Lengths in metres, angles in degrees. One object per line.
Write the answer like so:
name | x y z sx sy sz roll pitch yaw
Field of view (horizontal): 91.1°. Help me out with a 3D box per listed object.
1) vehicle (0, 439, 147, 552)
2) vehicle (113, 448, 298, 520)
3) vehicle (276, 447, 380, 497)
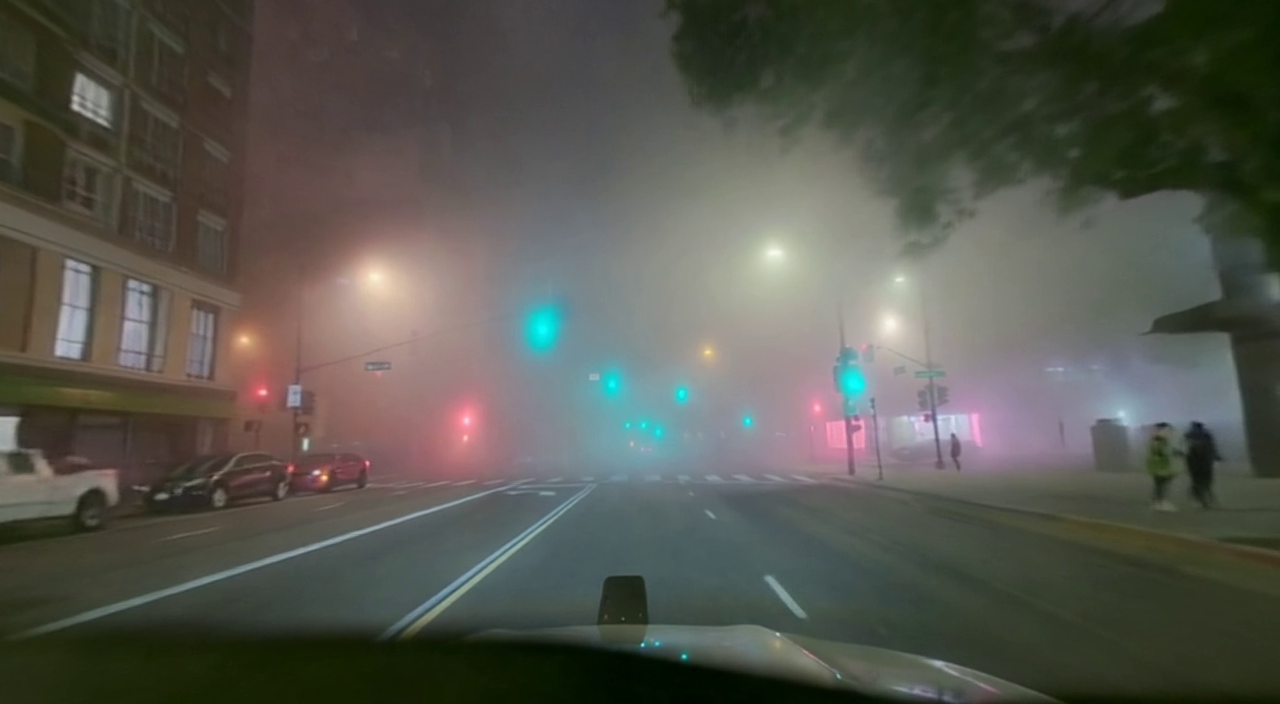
vehicle | -12.280 2.566 11.343 2.126 1.963 5.547 0 -8 1
vehicle | -12.078 3.641 17.927 1.898 1.724 4.445 0 -8 3
vehicle | -11.990 4.598 24.461 1.956 1.624 4.186 -3 -8 0
